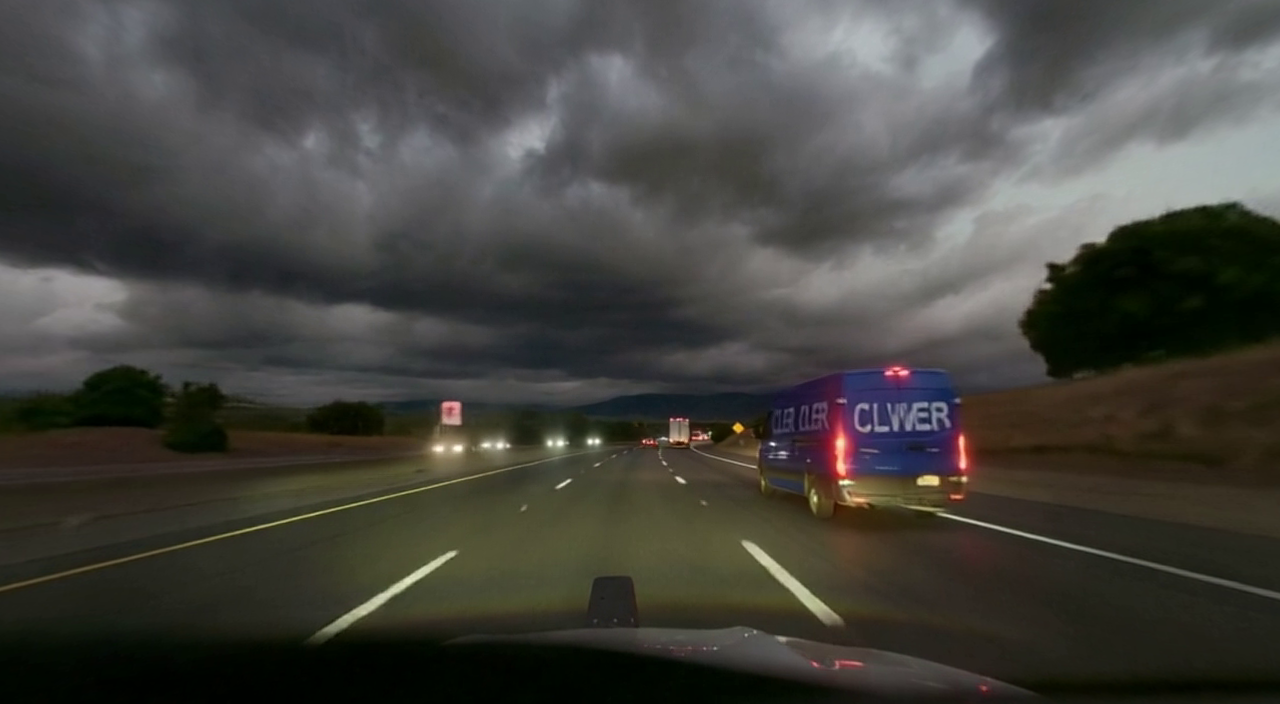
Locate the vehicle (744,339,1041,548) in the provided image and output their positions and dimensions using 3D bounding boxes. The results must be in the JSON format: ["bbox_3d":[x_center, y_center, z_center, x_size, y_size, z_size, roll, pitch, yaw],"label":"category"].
[{"bbox_3d":[3.571,1.499,10.589,2.485,2.562,5.535,0,-8,-2],"label":"vehicle"}]
